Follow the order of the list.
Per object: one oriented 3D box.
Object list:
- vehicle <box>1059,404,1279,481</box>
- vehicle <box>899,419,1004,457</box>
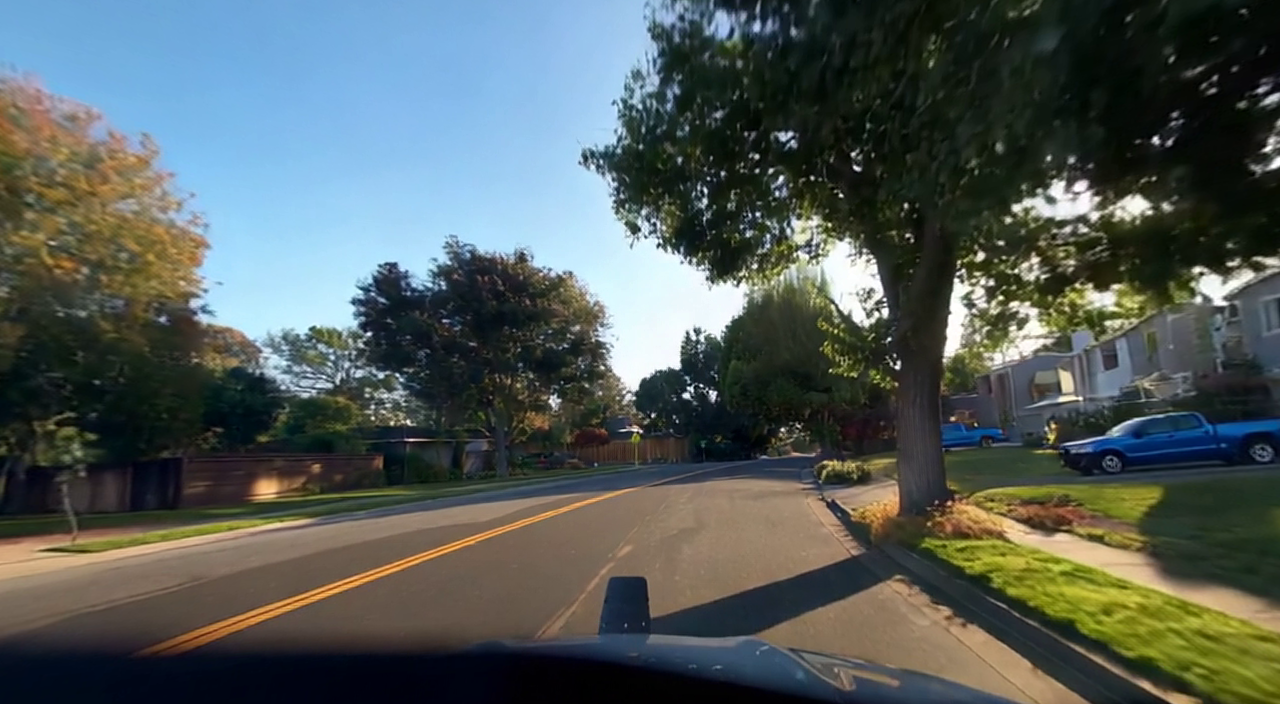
[{"bbox_3d":[13.184,2.165,15.137,4.644,1.441,2.074,-8,-11,18],"label":"vehicle"},{"bbox_3d":[19.676,5.563,40.173,5.704,1.788,2.095,-9,-13,21],"label":"vehicle"}]
